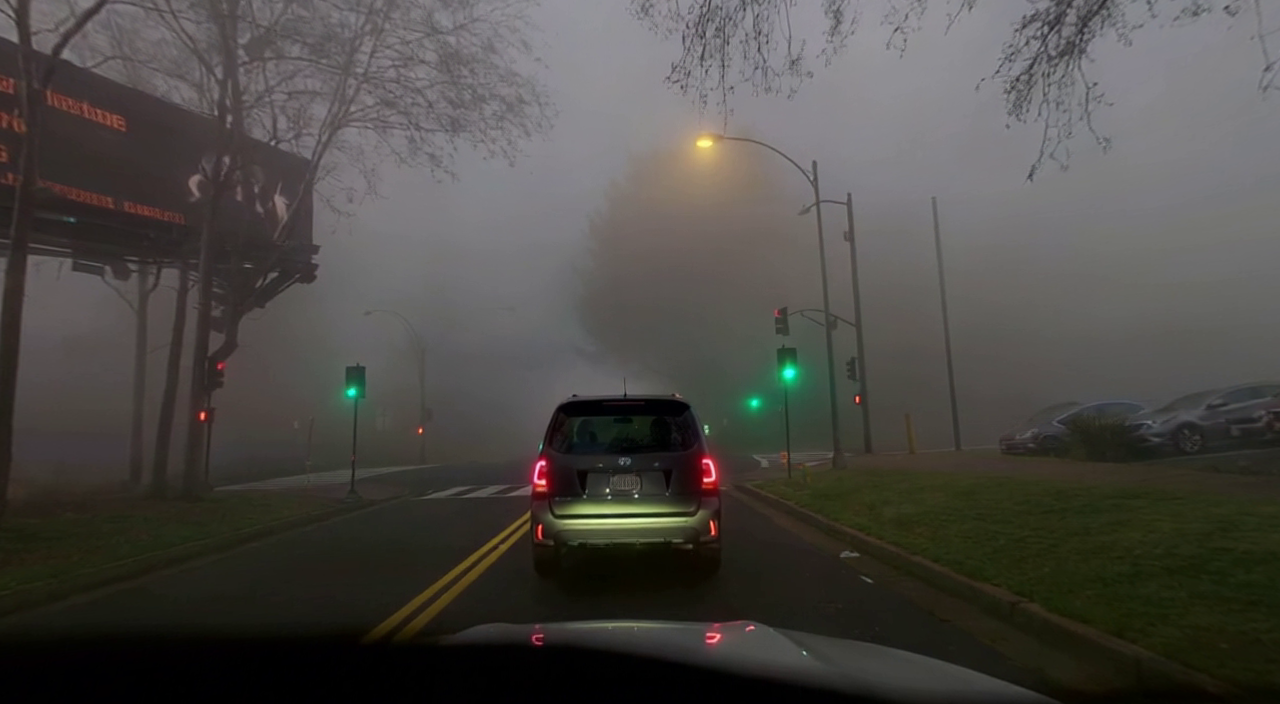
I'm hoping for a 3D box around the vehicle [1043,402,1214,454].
[{"bbox_3d":[15.281,2.445,19.925,3.750,1.502,1.781,-2,-8,13],"label":"vehicle"}]

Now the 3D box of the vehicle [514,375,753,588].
[{"bbox_3d":[-0.056,1.439,7.673,2.142,1.904,3.816,-1,-8,0],"label":"vehicle"}]
